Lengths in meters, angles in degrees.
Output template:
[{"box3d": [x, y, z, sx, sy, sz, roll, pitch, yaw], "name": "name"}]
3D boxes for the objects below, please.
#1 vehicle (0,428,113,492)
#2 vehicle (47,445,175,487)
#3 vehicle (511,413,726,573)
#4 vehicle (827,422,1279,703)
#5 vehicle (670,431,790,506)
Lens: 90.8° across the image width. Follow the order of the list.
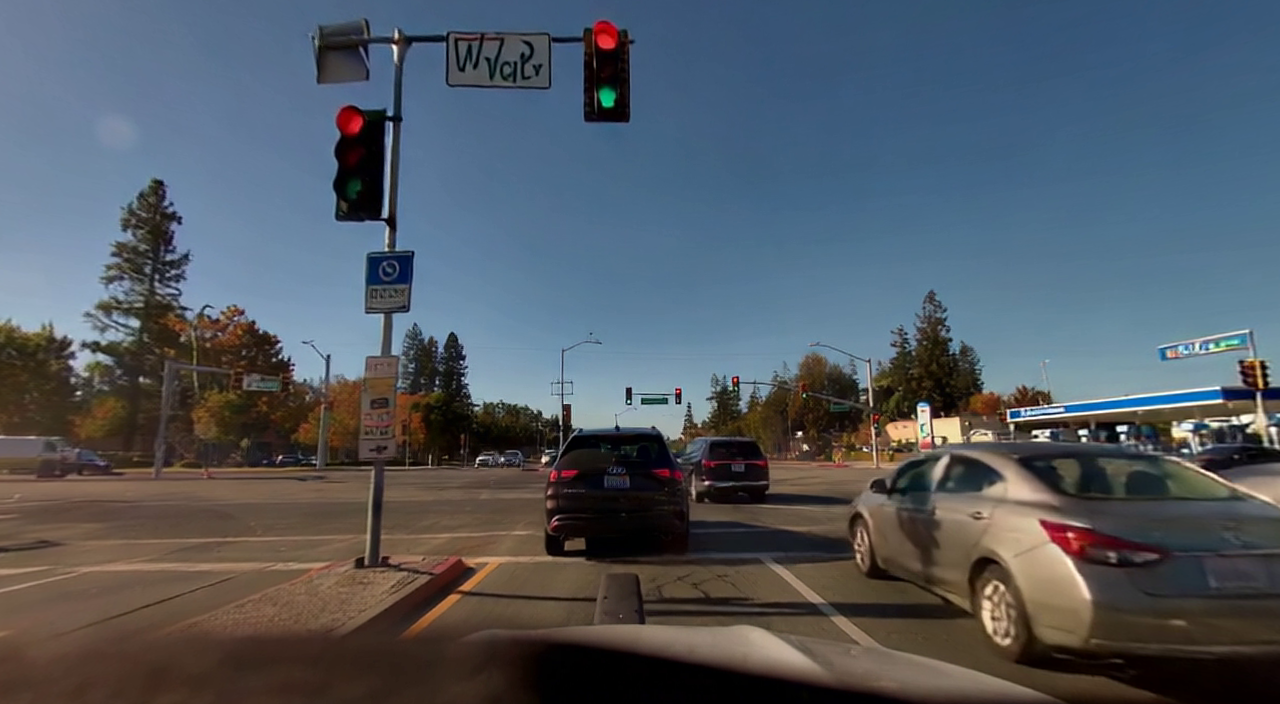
[{"box3d": [-28.904, 5.000, 29.339, 6.772, 2.769, 2.305, -1, -9, 3], "name": "vehicle"}, {"box3d": [-26.596, 5.733, 31.877, 4.658, 1.911, 2.162, -2, -9, 5], "name": "vehicle"}, {"box3d": [-0.331, 1.907, 9.329, 2.351, 1.733, 4.616, 0, -9, -3], "name": "vehicle"}, {"box3d": [3.186, 1.388, 5.013, 1.965, 1.460, 4.581, 0, -9, 0], "name": "vehicle"}, {"box3d": [2.296, 3.149, 17.483, 2.060, 1.783, 4.411, 1, -9, -9], "name": "vehicle"}]
